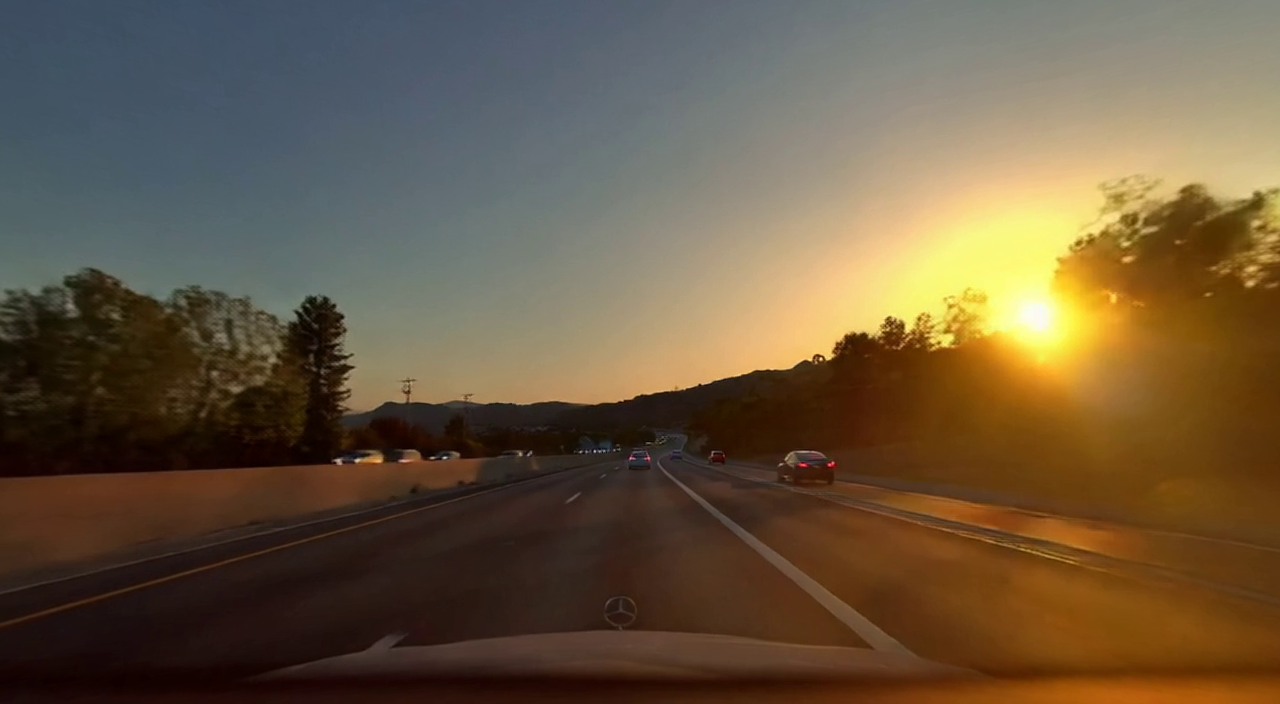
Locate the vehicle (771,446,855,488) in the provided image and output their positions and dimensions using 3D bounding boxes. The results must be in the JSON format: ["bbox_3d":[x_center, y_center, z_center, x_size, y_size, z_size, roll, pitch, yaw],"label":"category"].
[{"bbox_3d":[6.850,4.592,25.421,2.008,1.533,4.592,0,-9,-1],"label":"vehicle"}]

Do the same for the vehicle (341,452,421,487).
[{"bbox_3d":[-12.149,5.500,29.722,1.907,1.488,4.443,0,-9,0],"label":"vehicle"}]

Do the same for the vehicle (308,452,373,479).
[{"bbox_3d":[-18.209,6.905,38.343,1.873,1.493,4.102,-1,-9,1],"label":"vehicle"}]

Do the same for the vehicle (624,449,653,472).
[{"bbox_3d":[-0.104,7.874,45.663,2.025,1.526,4.181,0,-9,0],"label":"vehicle"}]
